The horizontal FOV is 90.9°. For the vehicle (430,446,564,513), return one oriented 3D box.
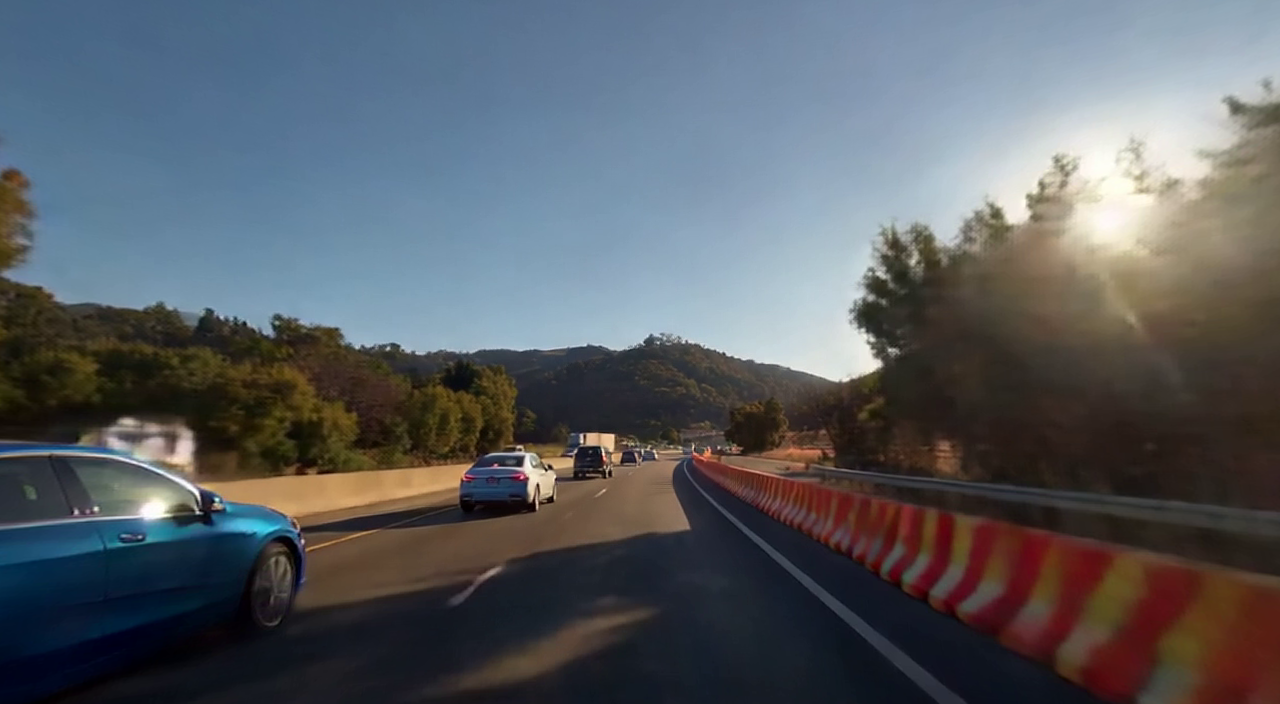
[{"bbox_3d":[-3.115,2.882,14.662,2.061,1.330,3.928,0,-9,2],"label":"vehicle"}]

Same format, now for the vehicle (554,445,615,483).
[{"bbox_3d":[-2.302,4.794,27.253,2.094,1.480,4.124,-1,-9,3],"label":"vehicle"}]
